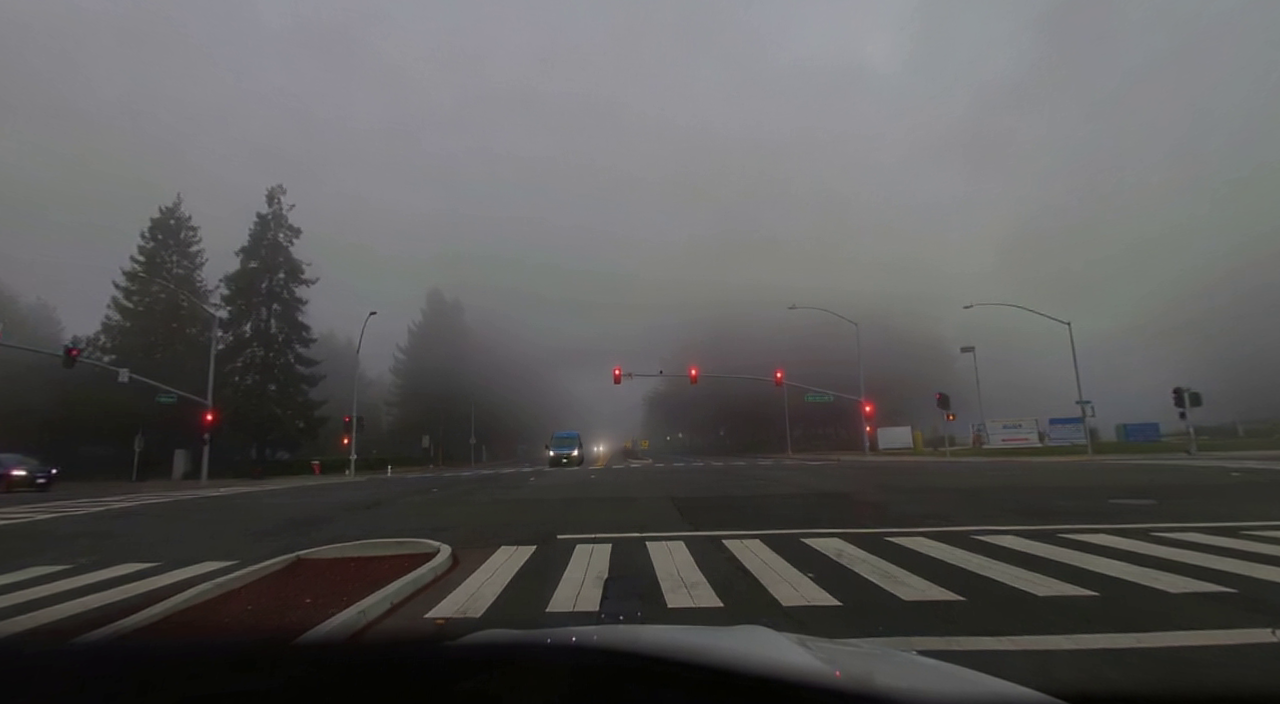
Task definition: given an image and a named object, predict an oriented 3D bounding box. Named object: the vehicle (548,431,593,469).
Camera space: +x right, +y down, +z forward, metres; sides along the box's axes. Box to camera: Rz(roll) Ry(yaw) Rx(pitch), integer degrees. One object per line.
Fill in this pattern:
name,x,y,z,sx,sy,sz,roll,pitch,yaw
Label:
vehicle,-4.601,6.613,42.856,2.465,2.404,5.791,0,-8,-1
